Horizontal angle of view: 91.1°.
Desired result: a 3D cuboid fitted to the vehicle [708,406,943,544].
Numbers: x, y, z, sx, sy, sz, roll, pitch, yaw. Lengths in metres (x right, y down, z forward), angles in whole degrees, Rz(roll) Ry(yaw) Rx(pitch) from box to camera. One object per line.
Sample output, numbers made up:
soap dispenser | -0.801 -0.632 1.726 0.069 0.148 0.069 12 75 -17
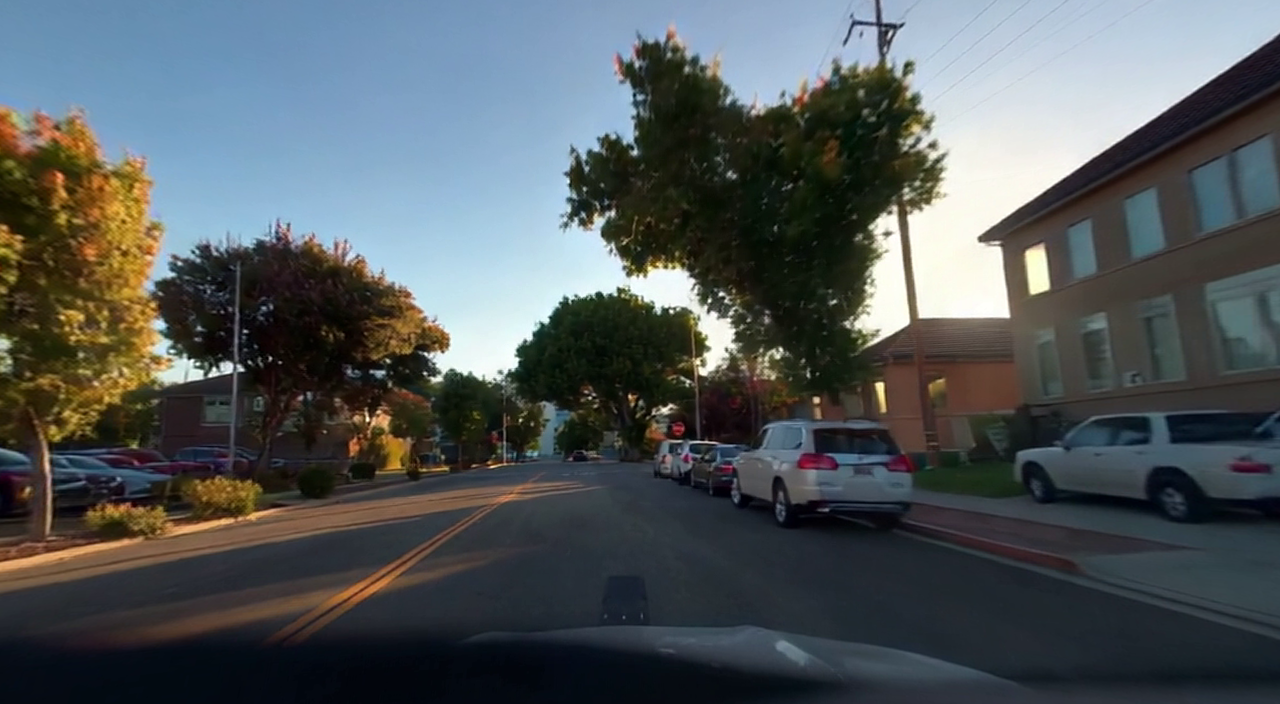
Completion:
vehicle | 3.047 2.226 12.171 2.292 1.974 5.853 1 -8 -5

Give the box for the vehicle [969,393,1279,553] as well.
vehicle | 8.437 1.738 10.319 2.282 1.893 6.027 -1 -7 -6

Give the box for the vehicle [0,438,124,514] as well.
vehicle | -18.082 3.291 16.933 5.985 1.901 2.234 1 -8 -7
